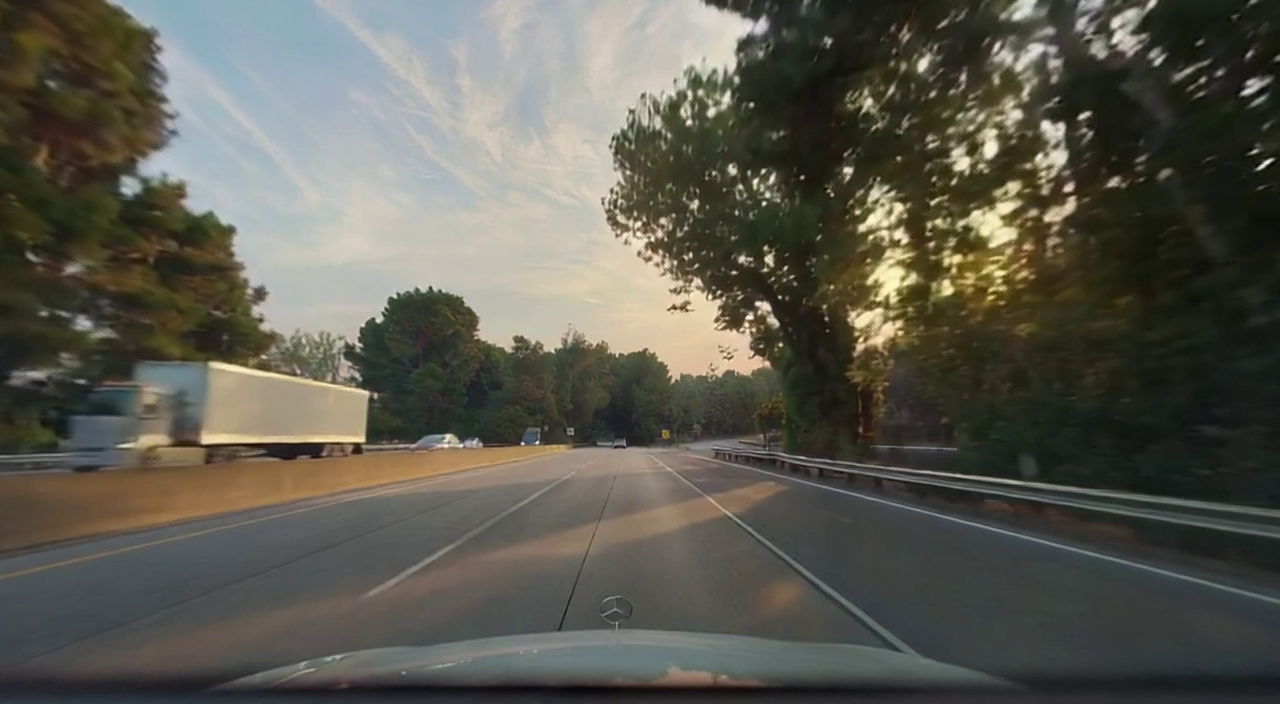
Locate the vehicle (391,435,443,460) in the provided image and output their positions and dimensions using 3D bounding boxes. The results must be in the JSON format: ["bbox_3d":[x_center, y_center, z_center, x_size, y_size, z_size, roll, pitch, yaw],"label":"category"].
[{"bbox_3d":[-12.791,5.467,36.312,1.846,1.358,3.271,0,-8,0],"label":"vehicle"}]

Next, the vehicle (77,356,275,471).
[{"bbox_3d":[-17.096,2.427,23.883,2.903,3.816,5.854,0,-8,0],"label":"vehicle"}]
